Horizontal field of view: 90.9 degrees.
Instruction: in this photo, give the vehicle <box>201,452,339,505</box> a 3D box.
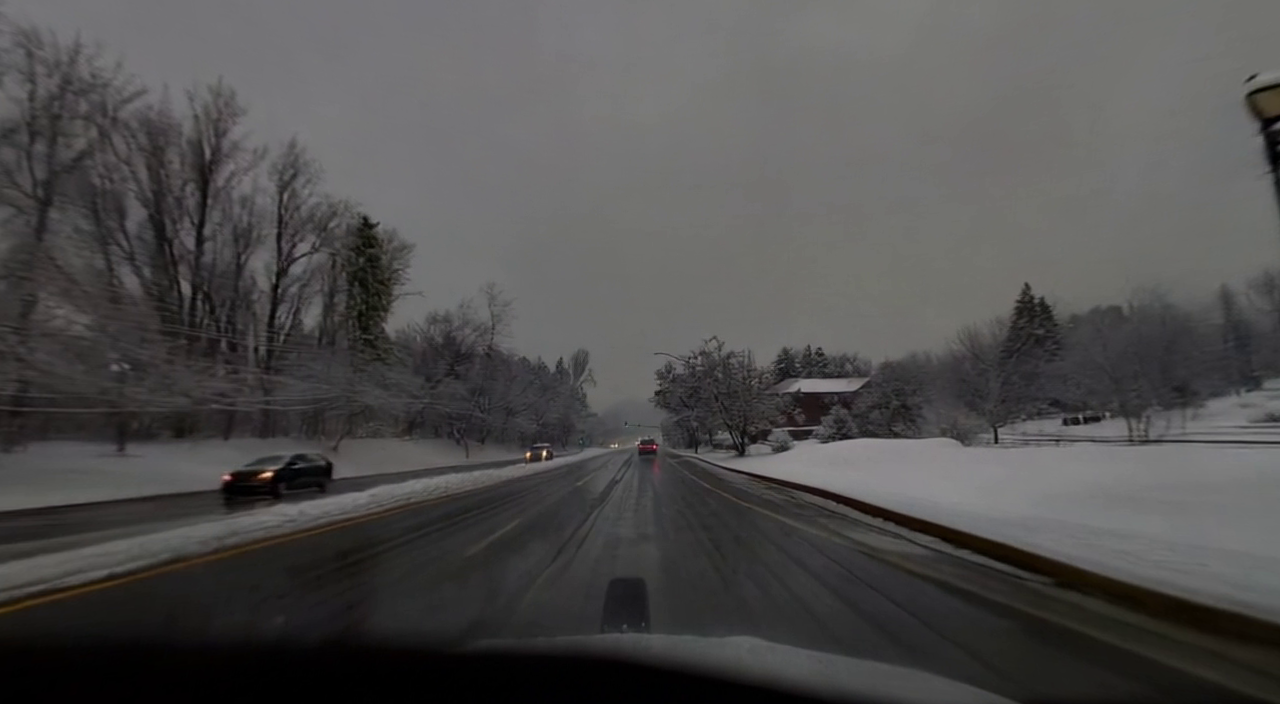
[{"bbox_3d":[-12.536,4.269,21.755,1.982,1.553,4.420,0,-8,1],"label":"vehicle"}]
